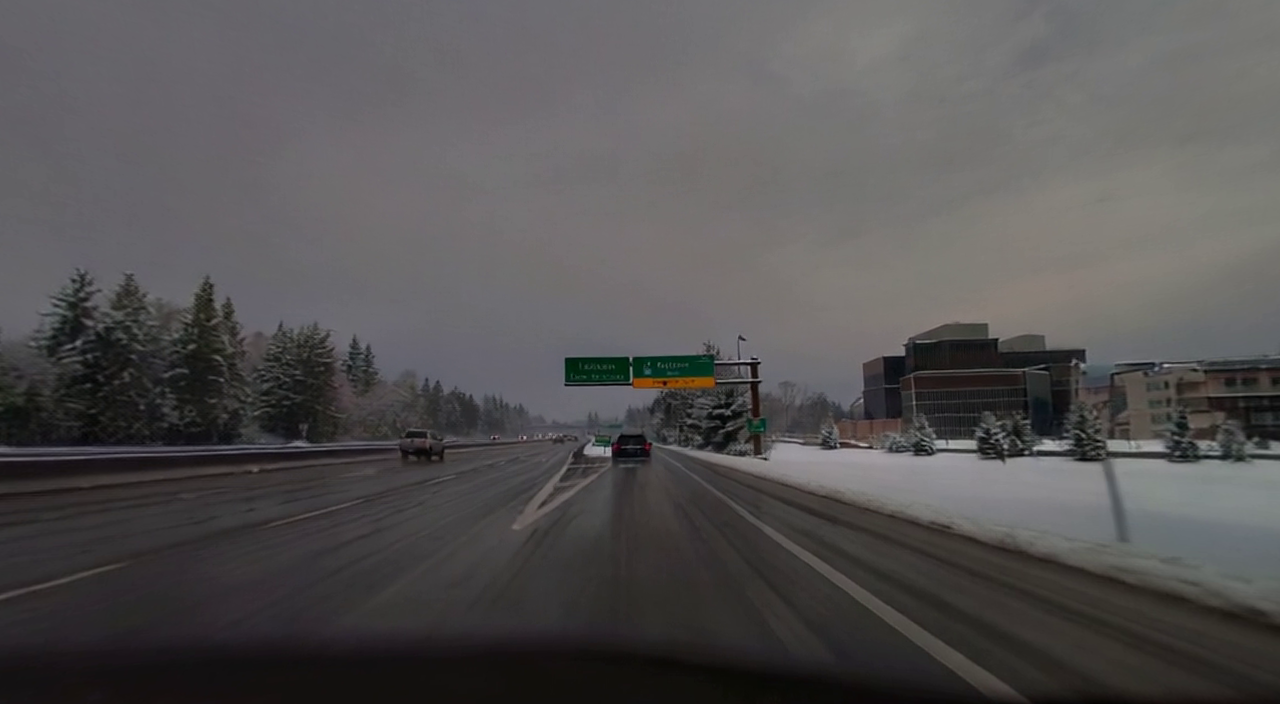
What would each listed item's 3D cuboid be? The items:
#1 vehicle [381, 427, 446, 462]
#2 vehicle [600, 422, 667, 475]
[{"bbox_3d":[-13.540,5.587,38.164,2.289,1.955,5.147,1,-9,-4],"label":"vehicle"},{"bbox_3d":[-0.266,4.009,26.416,2.497,1.957,5.432,0,-8,-1],"label":"vehicle"}]
